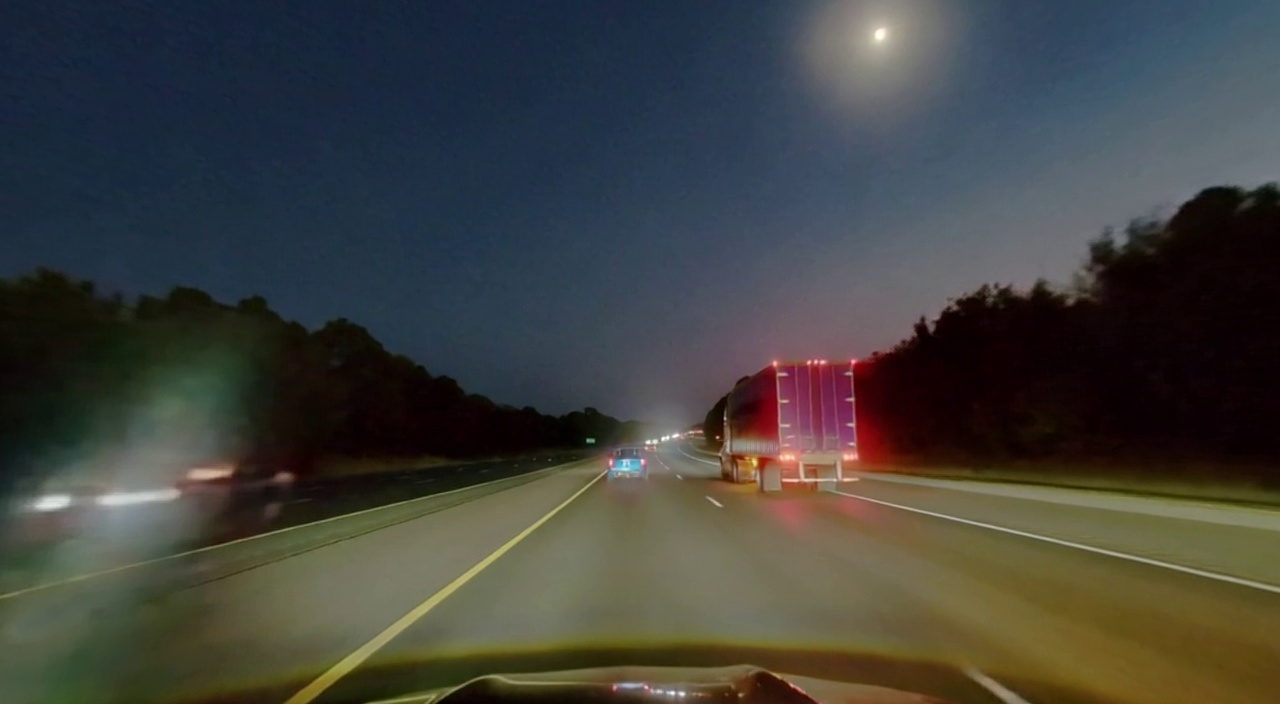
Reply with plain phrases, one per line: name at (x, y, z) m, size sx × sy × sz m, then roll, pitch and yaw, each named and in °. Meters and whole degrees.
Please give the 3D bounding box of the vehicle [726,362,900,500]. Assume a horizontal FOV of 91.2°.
vehicle at (4.539, 2.371, 18.307) m, size 2.791 × 3.201 × 7.145 m, roll 0°, pitch -9°, yaw -2°

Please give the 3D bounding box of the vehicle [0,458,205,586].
vehicle at (-8.876, 2.410, 9.473) m, size 1.844 × 1.501 × 3.817 m, roll -1°, pitch -9°, yaw -1°

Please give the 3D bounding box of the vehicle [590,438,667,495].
vehicle at (-0.319, 3.391, 18.857) m, size 2.066 × 1.490 × 3.759 m, roll -1°, pitch -9°, yaw 0°
